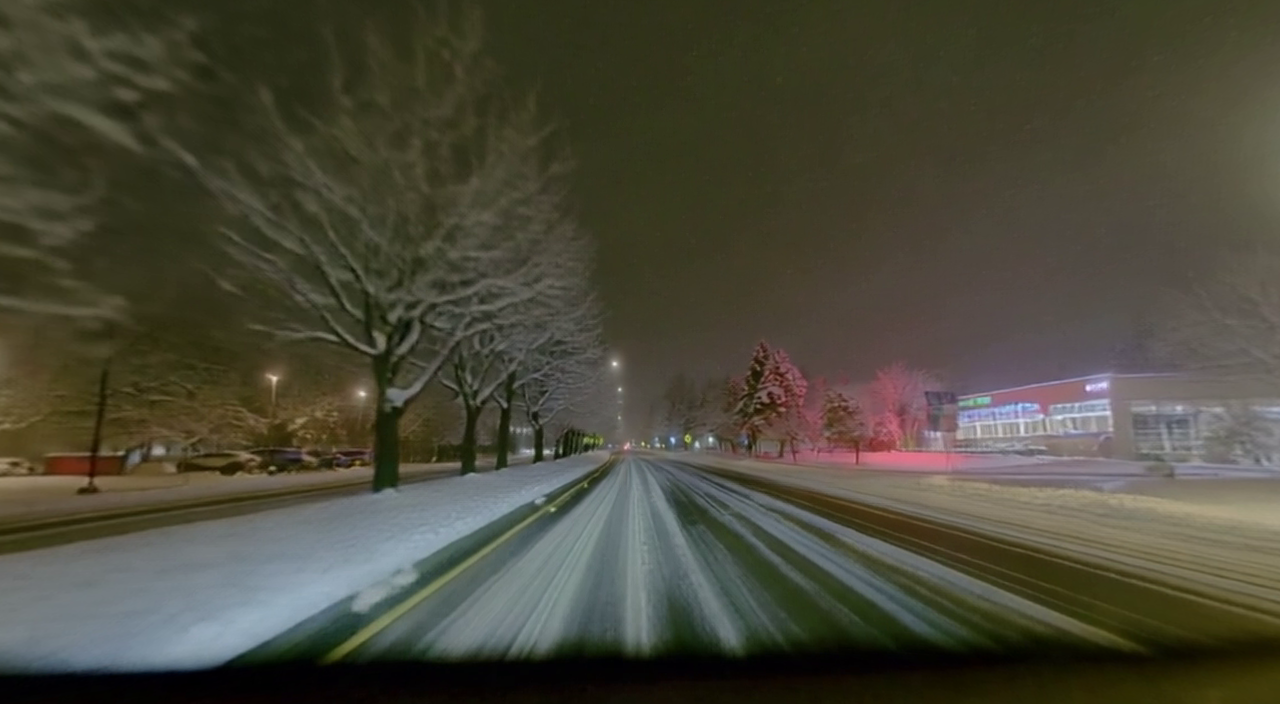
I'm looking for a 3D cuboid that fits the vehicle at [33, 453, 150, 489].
[{"bbox_3d":[-28.512,6.152,33.086,1.948,1.689,4.553,0,-9,1],"label":"vehicle"}]

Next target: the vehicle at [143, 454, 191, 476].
[{"bbox_3d":[-33.888,8.075,45.338,2.020,1.489,3.997,4,-10,-26],"label":"vehicle"}]

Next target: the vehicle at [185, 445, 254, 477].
[{"bbox_3d":[-28.428,7.349,42.924,2.124,2.004,5.473,2,-9,-15],"label":"vehicle"}]
